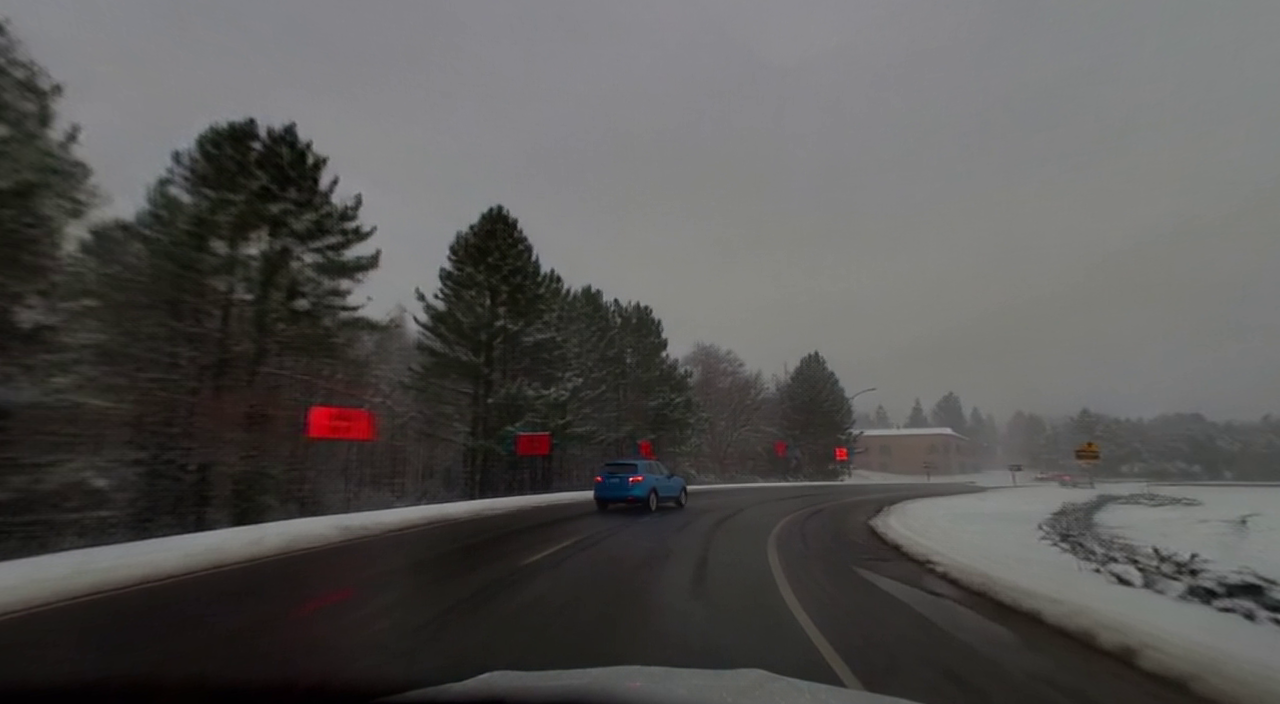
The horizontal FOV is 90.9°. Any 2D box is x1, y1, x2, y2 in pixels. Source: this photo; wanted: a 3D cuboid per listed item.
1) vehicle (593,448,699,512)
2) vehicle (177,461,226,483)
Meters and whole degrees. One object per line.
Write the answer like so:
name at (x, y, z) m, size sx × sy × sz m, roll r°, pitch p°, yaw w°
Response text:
vehicle at (0.347, 3.885, 19.378) m, size 1.997 × 1.692 × 4.422 m, roll -3°, pitch -11°, yaw 18°
vehicle at (-31.017, 8.516, 44.699) m, size 1.758 × 1.470 × 3.823 m, roll 4°, pitch -11°, yaw -19°
